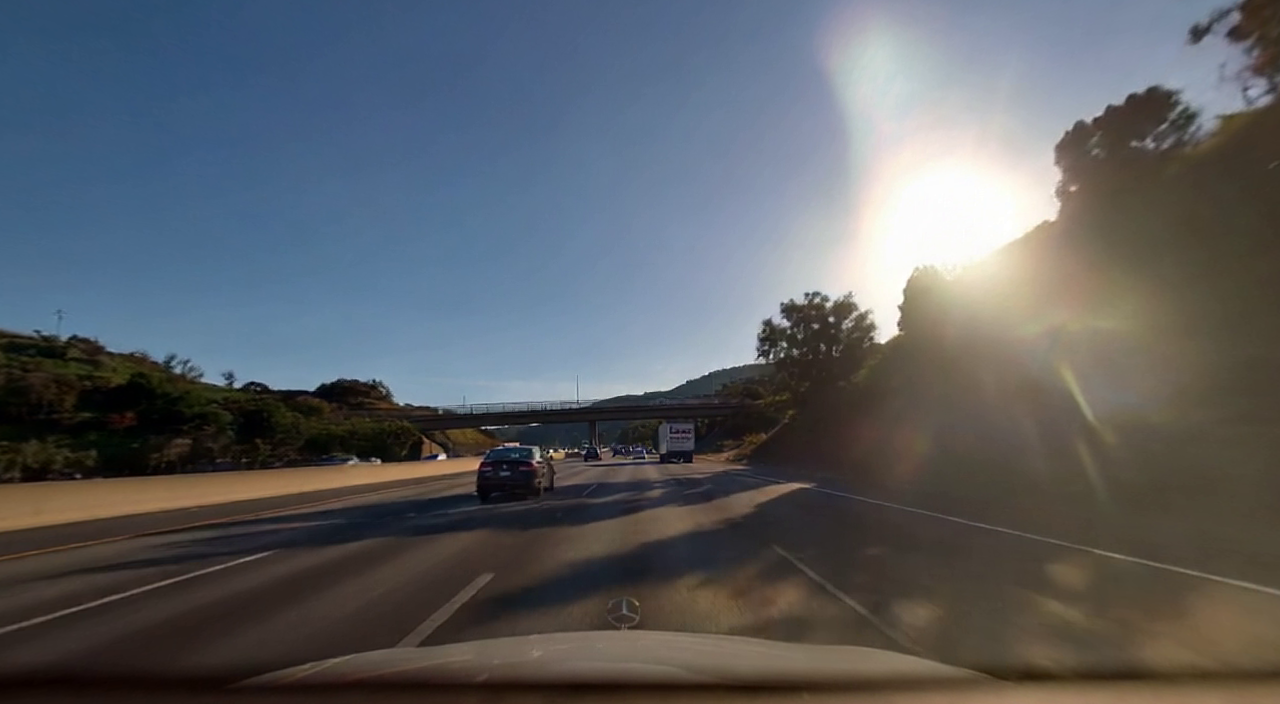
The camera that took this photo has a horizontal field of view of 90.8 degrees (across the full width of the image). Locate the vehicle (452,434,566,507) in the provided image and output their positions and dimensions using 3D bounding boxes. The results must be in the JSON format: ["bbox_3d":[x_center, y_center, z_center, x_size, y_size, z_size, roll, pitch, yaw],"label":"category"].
[{"bbox_3d":[-3.225,3.038,16.538,2.052,1.654,4.303,0,-9,0],"label":"vehicle"}]
